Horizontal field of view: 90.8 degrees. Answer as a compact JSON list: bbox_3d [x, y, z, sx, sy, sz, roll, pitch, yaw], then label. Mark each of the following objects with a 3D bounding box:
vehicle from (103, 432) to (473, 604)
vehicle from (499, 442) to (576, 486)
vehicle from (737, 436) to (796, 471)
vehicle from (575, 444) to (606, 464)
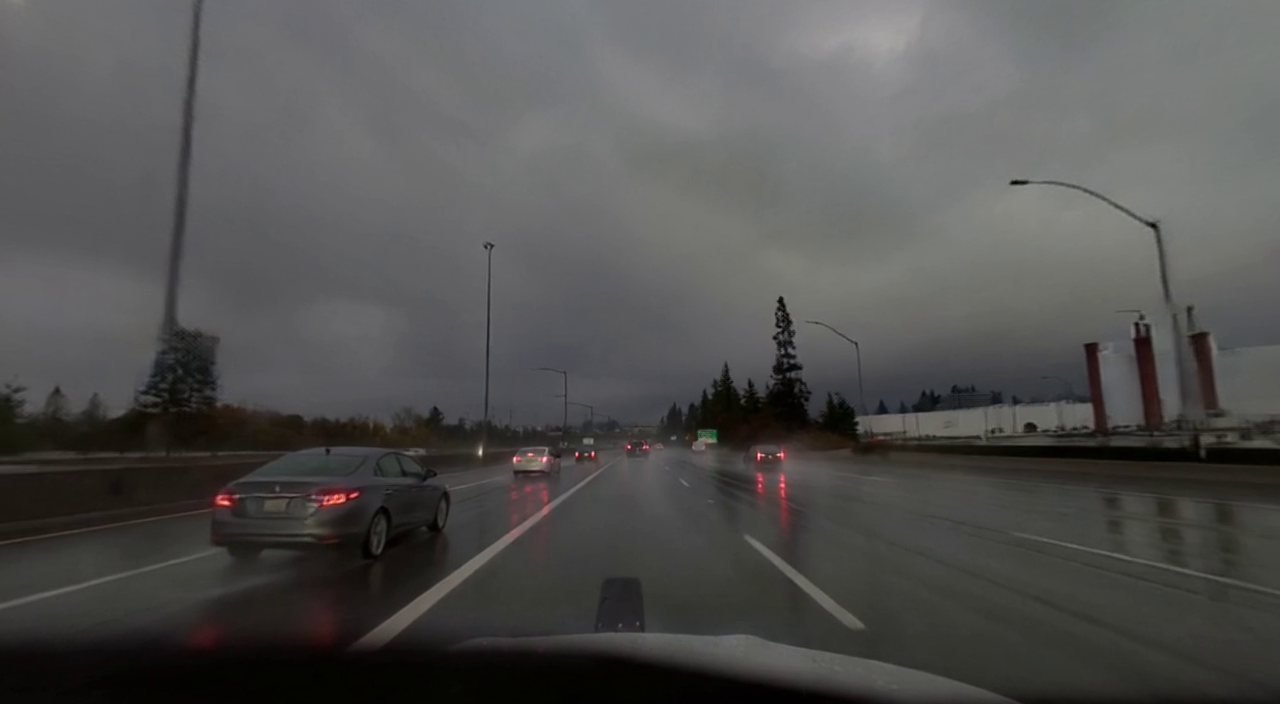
[{"bbox_3d":[-3.568,1.738,7.566,1.959,1.433,4.291,0,-9,0],"label":"vehicle"},{"bbox_3d":[-3.672,4.107,23.497,2.047,1.469,4.614,0,-9,1],"label":"vehicle"},{"bbox_3d":[6.835,5.539,34.741,2.147,1.769,4.666,0,-9,-1],"label":"vehicle"},{"bbox_3d":[-3.836,7.938,49.288,2.078,1.464,4.093,0,-9,0],"label":"vehicle"}]
